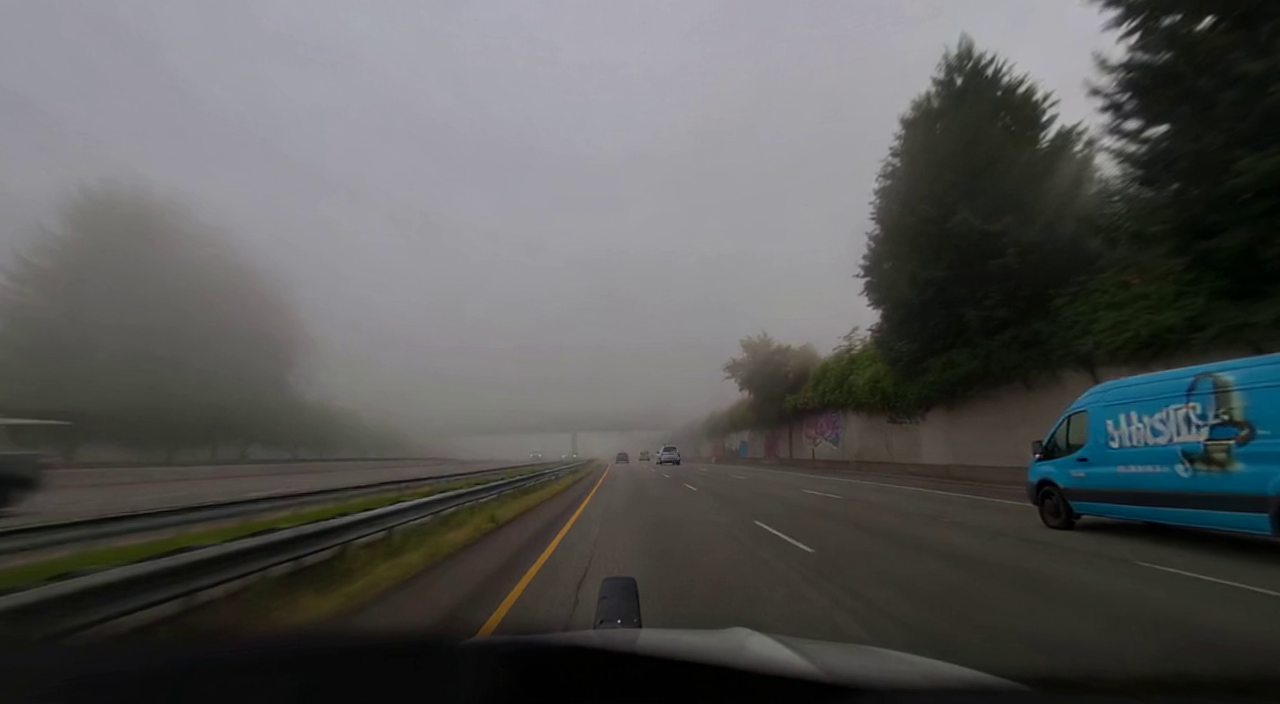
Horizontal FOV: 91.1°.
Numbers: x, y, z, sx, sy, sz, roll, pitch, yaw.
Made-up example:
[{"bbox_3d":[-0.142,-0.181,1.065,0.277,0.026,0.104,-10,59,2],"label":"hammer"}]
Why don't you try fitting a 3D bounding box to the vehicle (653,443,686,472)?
[{"bbox_3d":[2.072,7.647,45.589,2.007,1.943,5.010,0,-9,-2],"label":"vehicle"}]
